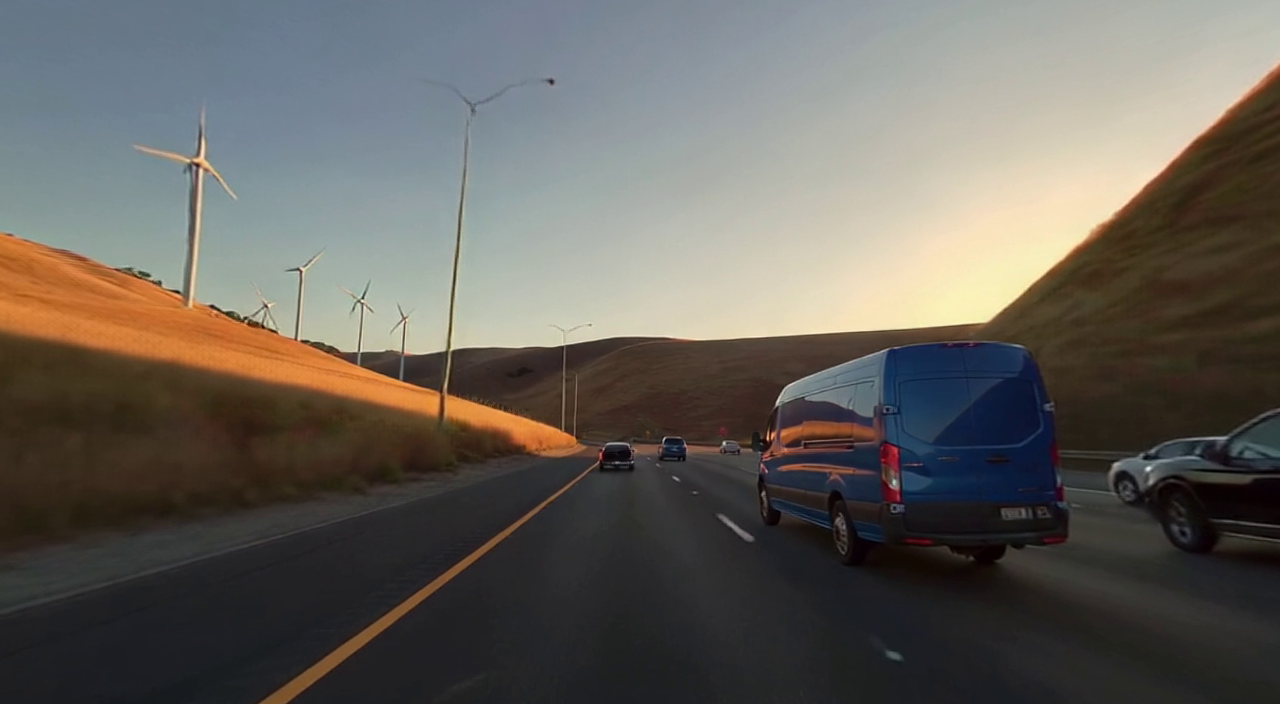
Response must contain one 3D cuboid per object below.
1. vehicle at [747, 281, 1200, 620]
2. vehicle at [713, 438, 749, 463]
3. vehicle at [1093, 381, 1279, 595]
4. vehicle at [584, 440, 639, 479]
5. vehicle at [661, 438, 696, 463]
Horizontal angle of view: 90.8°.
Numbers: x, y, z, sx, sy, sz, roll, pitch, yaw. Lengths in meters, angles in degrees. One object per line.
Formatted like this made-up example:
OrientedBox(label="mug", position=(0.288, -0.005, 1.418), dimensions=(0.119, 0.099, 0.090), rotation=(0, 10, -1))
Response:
OrientedBox(label="vehicle", position=(3.033, 1.143, 7.801), dimensions=(2.365, 2.630, 5.754), rotation=(0, -8, 0))
OrientedBox(label="vehicle", position=(6.407, 6.991, 45.083), dimensions=(1.864, 1.689, 4.206), rotation=(0, -8, -1))
OrientedBox(label="vehicle", position=(6.594, 1.068, 4.694), dimensions=(2.070, 1.833, 5.811), rotation=(0, -8, -1))
OrientedBox(label="vehicle", position=(-1.079, 4.309, 25.634), dimensions=(2.082, 1.445, 3.826), rotation=(0, -8, 0))
OrientedBox(label="vehicle", position=(2.739, 7.072, 45.550), dimensions=(2.108, 1.717, 3.996), rotation=(0, -8, -2))
